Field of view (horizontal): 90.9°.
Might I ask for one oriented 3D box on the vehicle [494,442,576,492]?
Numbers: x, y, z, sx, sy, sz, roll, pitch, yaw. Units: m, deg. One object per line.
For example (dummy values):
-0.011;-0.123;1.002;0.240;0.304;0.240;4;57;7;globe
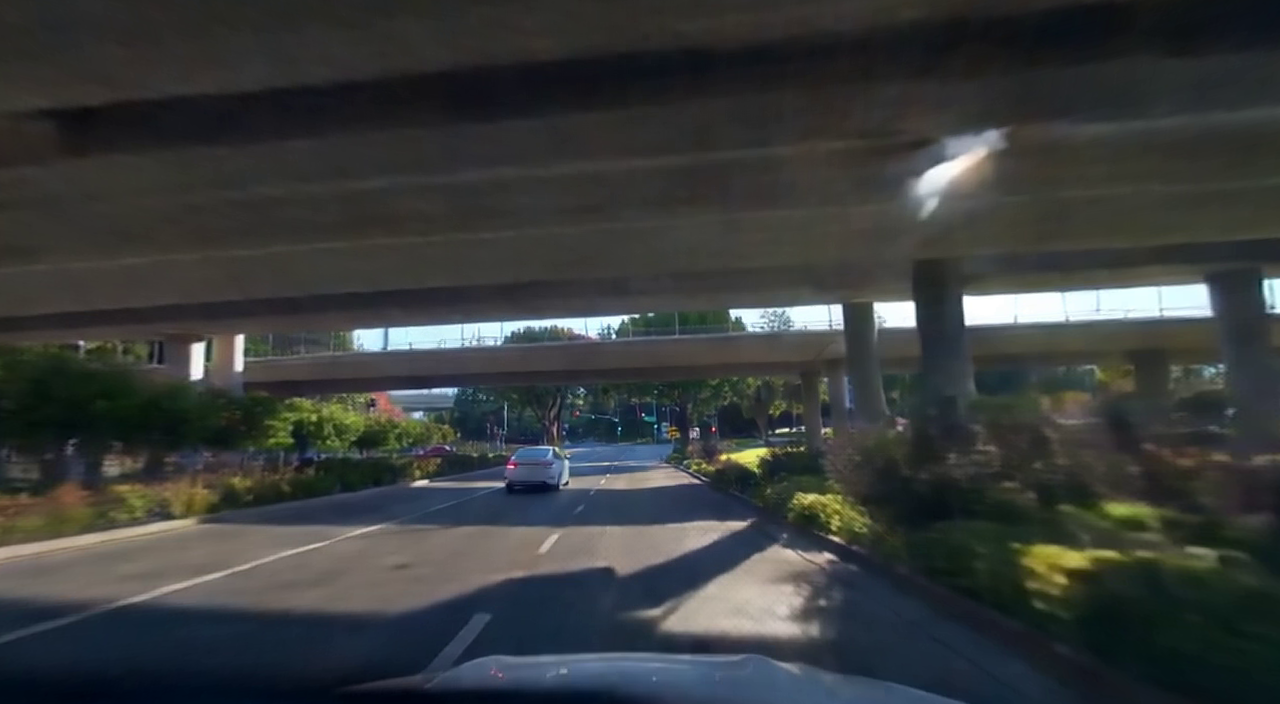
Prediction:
-3.390;3.806;21.225;1.963;1.460;4.614;0;-9;0;vehicle
